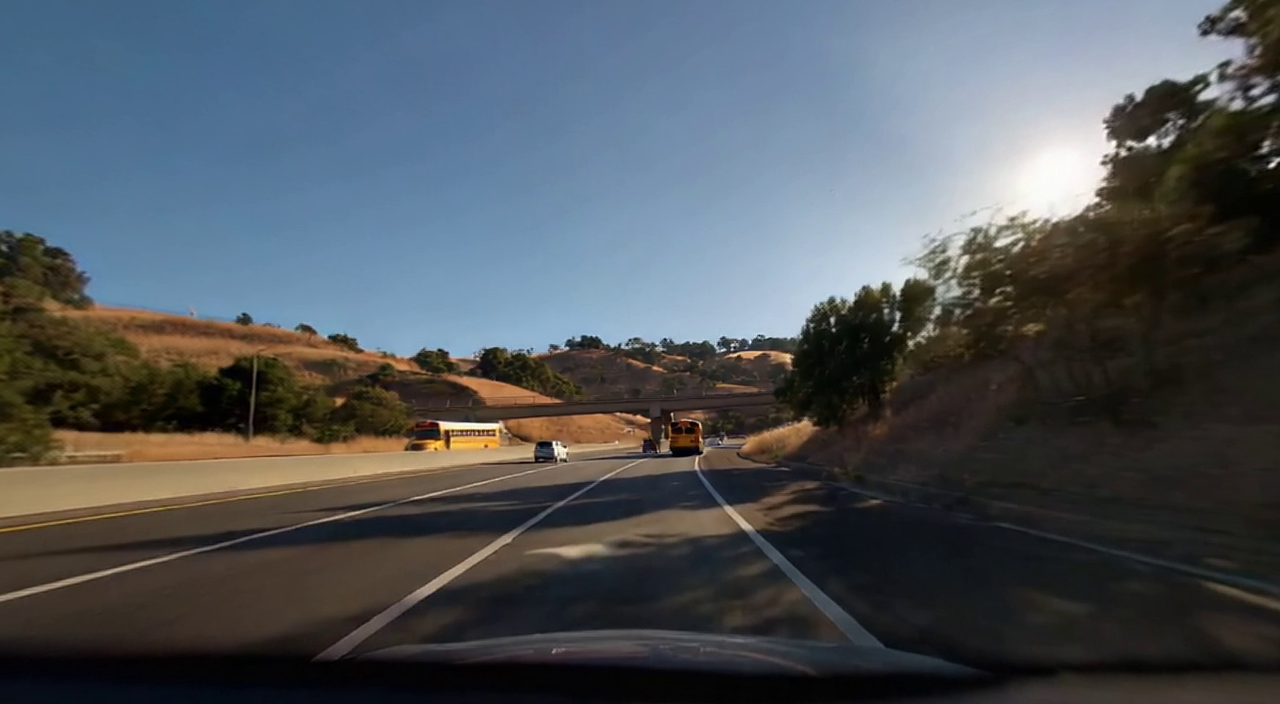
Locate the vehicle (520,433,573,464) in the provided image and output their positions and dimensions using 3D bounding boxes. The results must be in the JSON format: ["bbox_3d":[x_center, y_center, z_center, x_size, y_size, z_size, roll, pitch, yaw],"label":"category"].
[{"bbox_3d":[-5.526,5.791,37.980,2.106,1.704,4.637,-1,-8,5],"label":"vehicle"}]
